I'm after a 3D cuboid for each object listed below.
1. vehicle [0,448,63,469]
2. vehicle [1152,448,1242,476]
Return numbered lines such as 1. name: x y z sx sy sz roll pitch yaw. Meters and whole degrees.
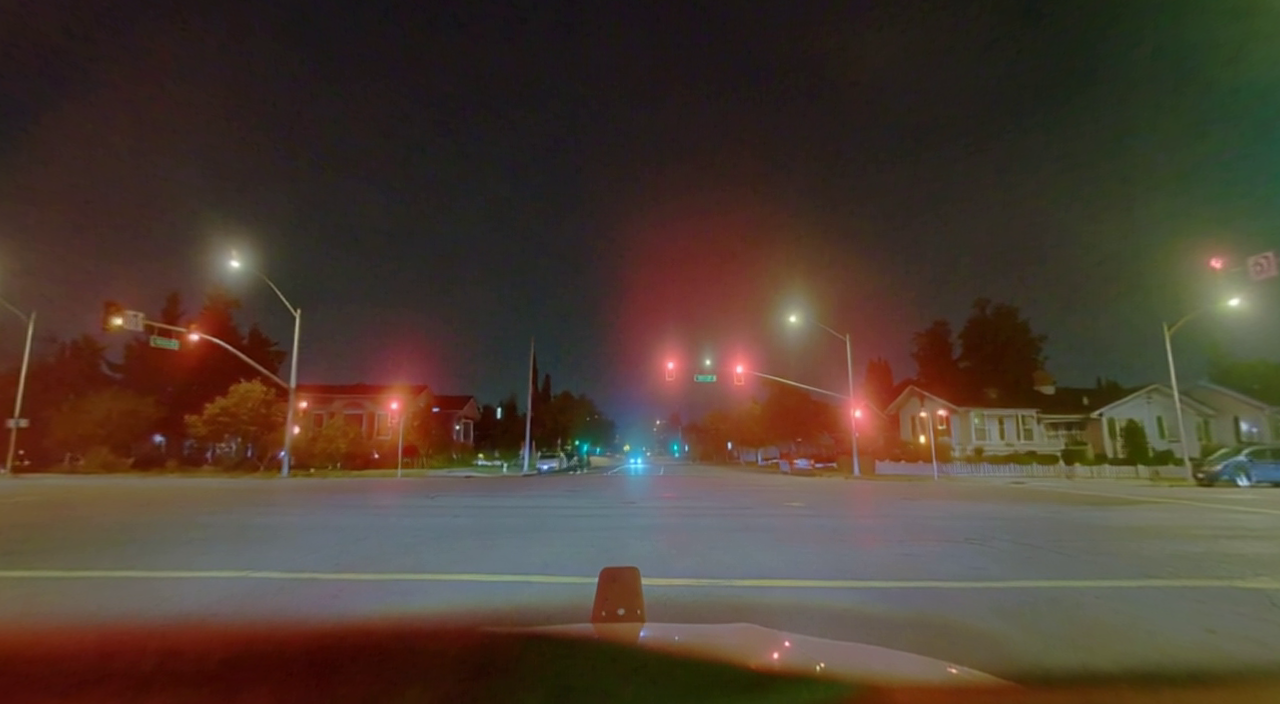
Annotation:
1. vehicle: -44.291 7.635 45.356 3.949 1.422 1.744 0 -9 1
2. vehicle: 36.783 7.240 41.879 1.853 1.723 4.460 0 -9 0
